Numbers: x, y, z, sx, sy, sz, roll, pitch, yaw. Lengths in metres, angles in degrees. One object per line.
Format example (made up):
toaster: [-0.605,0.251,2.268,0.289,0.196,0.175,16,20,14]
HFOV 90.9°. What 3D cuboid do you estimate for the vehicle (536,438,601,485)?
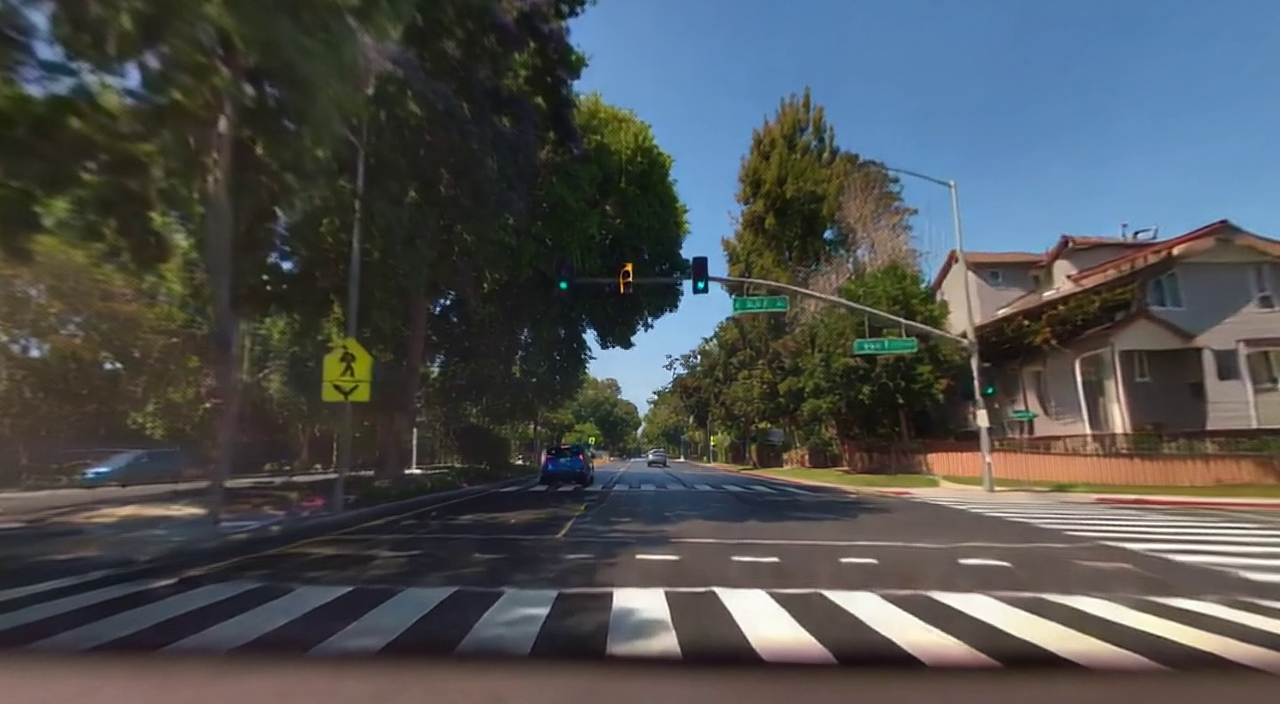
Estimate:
vehicle: [-2.920,4.594,26.780,2.150,1.812,4.423,0,-9,1]

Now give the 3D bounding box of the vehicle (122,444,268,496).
vehicle: [-15.541,4.112,22.373,1.990,1.650,4.283,0,-9,0]

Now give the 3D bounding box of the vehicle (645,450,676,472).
vehicle: [1.403,7.821,45.293,2.075,1.480,3.920,0,-9,-1]
